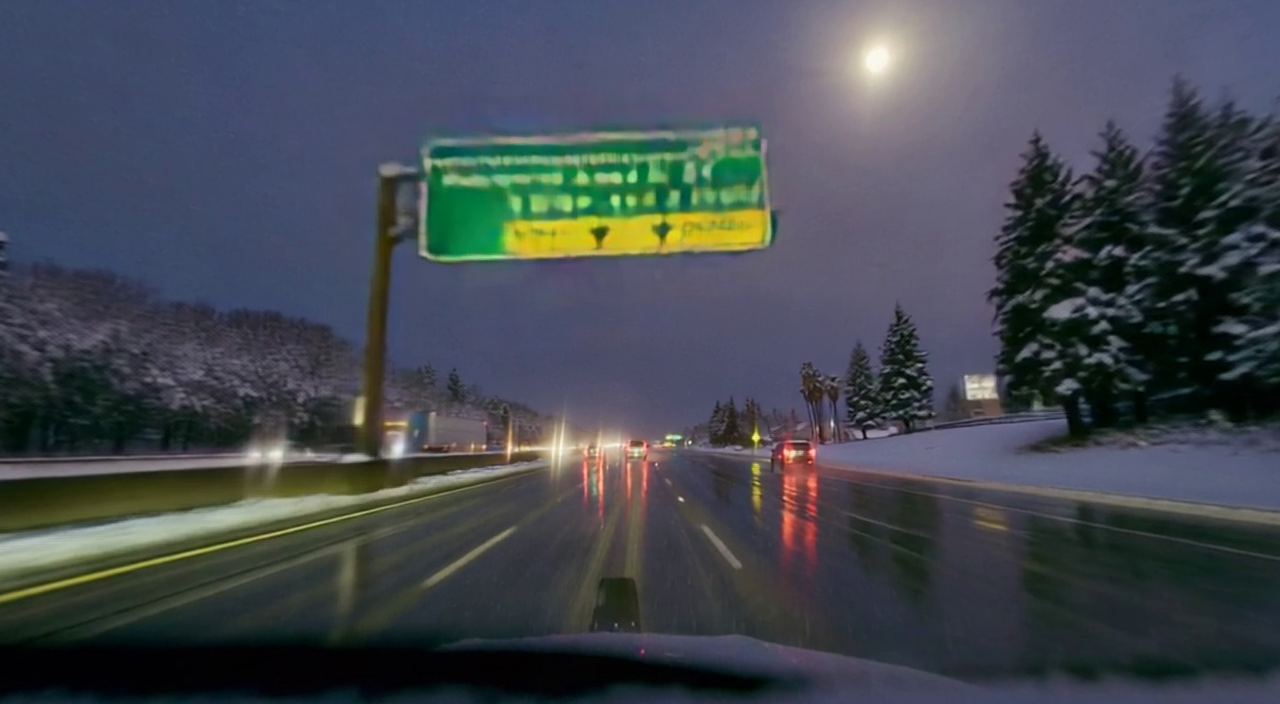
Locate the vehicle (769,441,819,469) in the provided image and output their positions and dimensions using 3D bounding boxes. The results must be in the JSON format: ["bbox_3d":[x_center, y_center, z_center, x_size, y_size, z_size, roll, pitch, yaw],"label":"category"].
[{"bbox_3d":[10.008,6.715,41.434,2.130,1.703,4.572,0,-9,0],"label":"vehicle"}]

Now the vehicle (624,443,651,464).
[{"bbox_3d":[-0.164,7.550,47.137,1.977,1.513,3.546,0,-8,1],"label":"vehicle"}]

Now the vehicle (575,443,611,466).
[{"bbox_3d":[-3.307,7.305,45.338,2.154,1.530,4.519,0,-8,1],"label":"vehicle"}]

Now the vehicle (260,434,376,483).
[{"bbox_3d":[-12.723,4.230,25.378,2.105,1.754,4.678,0,-9,1],"label":"vehicle"}]
